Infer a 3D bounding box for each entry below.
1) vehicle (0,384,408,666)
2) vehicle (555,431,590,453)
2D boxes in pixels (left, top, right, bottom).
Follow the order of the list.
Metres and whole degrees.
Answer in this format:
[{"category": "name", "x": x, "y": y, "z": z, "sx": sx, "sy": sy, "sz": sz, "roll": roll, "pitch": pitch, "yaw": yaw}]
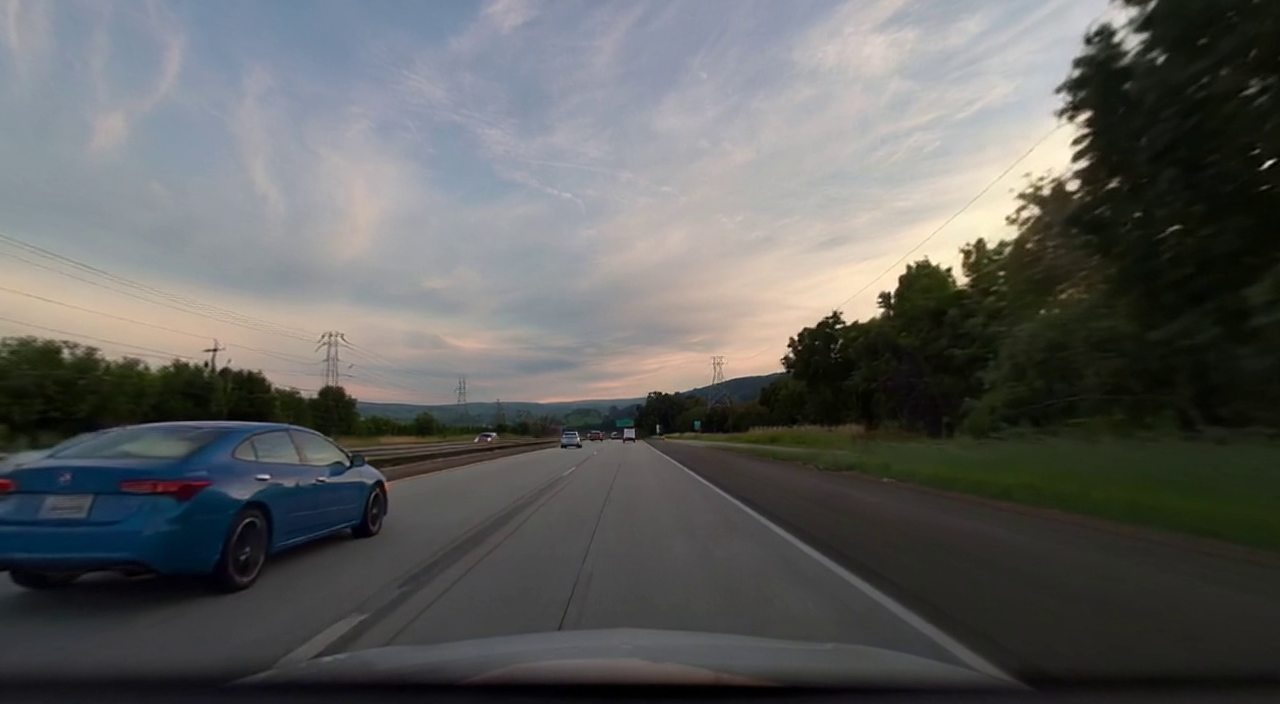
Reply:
[{"category": "vehicle", "x": -3.914, "y": 1.253, "z": 5.729, "sx": 2.023, "sy": 1.580, "sz": 4.259, "roll": 0, "pitch": -8, "yaw": -1}, {"category": "vehicle", "x": -4.767, "y": 6.451, "z": 45.039, "sx": 2.080, "sy": 1.478, "sz": 4.347, "roll": 0, "pitch": -8, "yaw": 0}]
